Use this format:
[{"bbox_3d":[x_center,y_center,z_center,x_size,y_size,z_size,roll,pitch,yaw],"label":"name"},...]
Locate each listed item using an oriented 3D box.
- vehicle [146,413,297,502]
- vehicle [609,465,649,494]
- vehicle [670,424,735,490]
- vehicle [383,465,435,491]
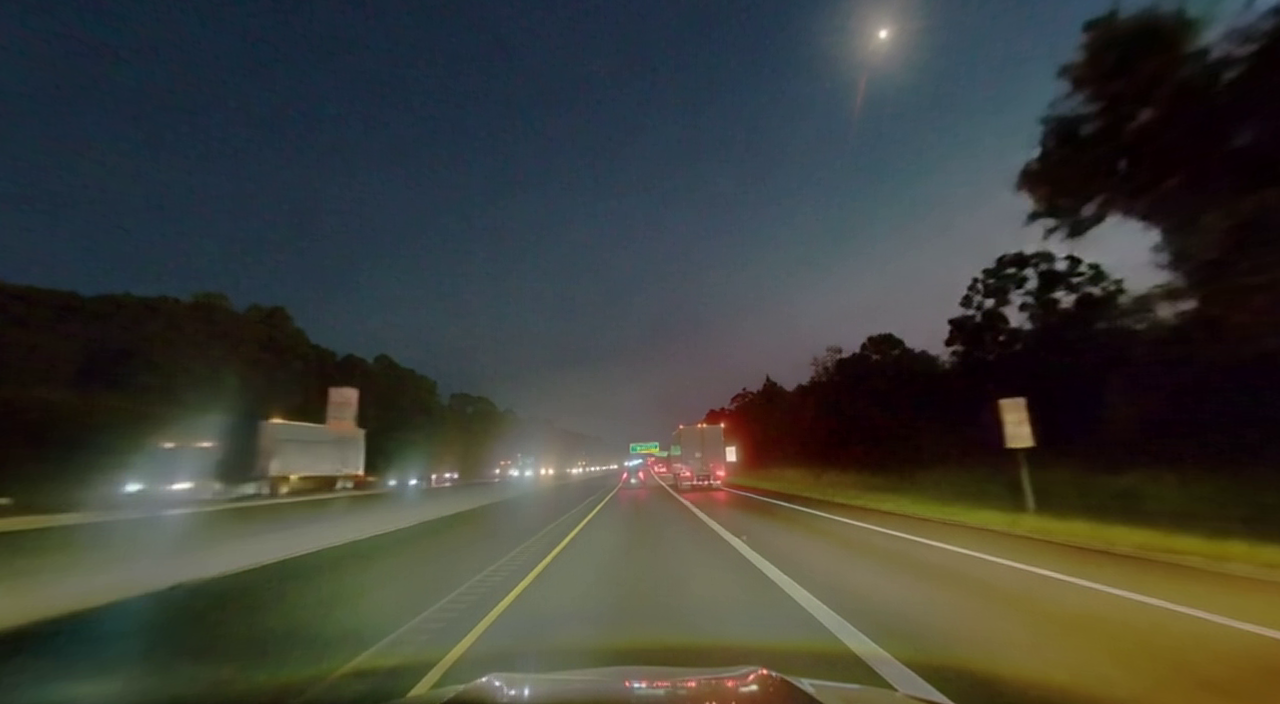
[{"bbox_3d":[-20.129,5.197,30.877,2.995,3.894,5.957,1,-10,0],"label":"vehicle"},{"bbox_3d":[-0.605,6.902,34.314,2.010,1.436,3.973,1,-10,-1],"label":"vehicle"},{"bbox_3d":[4.239,7.870,46.651,3.218,4.001,14.492,1,-10,0],"label":"vehicle"},{"bbox_3d":[-15.845,8.697,43.512,1.954,1.660,4.158,1,-10,0],"label":"vehicle"}]
